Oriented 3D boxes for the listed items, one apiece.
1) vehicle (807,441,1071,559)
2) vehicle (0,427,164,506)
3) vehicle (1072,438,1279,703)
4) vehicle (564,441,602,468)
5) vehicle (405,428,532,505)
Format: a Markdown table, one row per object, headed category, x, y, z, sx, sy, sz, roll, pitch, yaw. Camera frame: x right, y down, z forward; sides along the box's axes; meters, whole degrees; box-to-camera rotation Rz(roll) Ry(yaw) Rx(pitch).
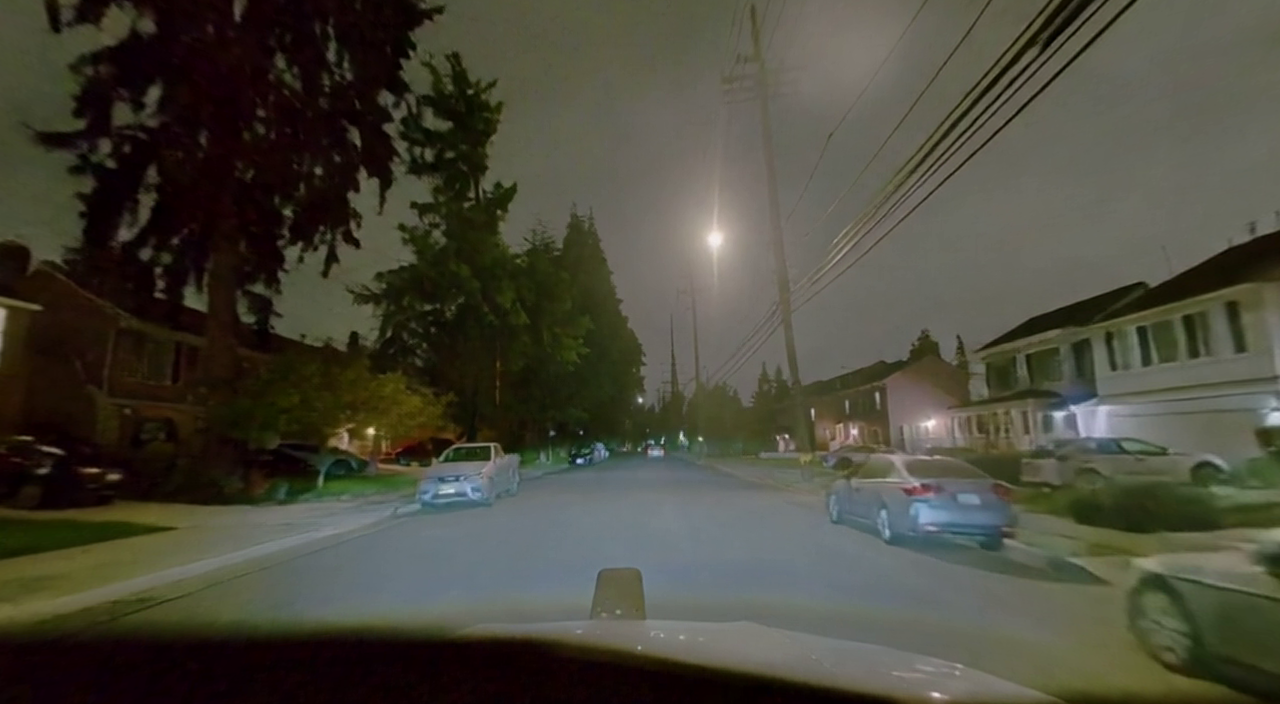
| category | x | y | z | sx | sy | sz | roll | pitch | yaw |
| --- | --- | --- | --- | --- | --- | --- | --- | --- | --- |
| vehicle | 4.478 | 2.258 | 10.549 | 2.094 | 1.490 | 4.739 | 0 | -8 | 0 |
| vehicle | -14.200 | 2.734 | 15.452 | 4.702 | 1.675 | 1.984 | -4 | -9 | 25 |
| vehicle | 4.298 | 1.076 | 2.518 | 2.031 | 1.471 | 4.328 | 0 | -8 | -1 |
| vehicle | -4.032 | 7.376 | 45.591 | 2.207 | 1.669 | 4.363 | -2 | -7 | 1 |
| vehicle | -4.590 | 3.103 | 17.873 | 2.164 | 1.810 | 5.044 | 1 | -7 | 0 |
